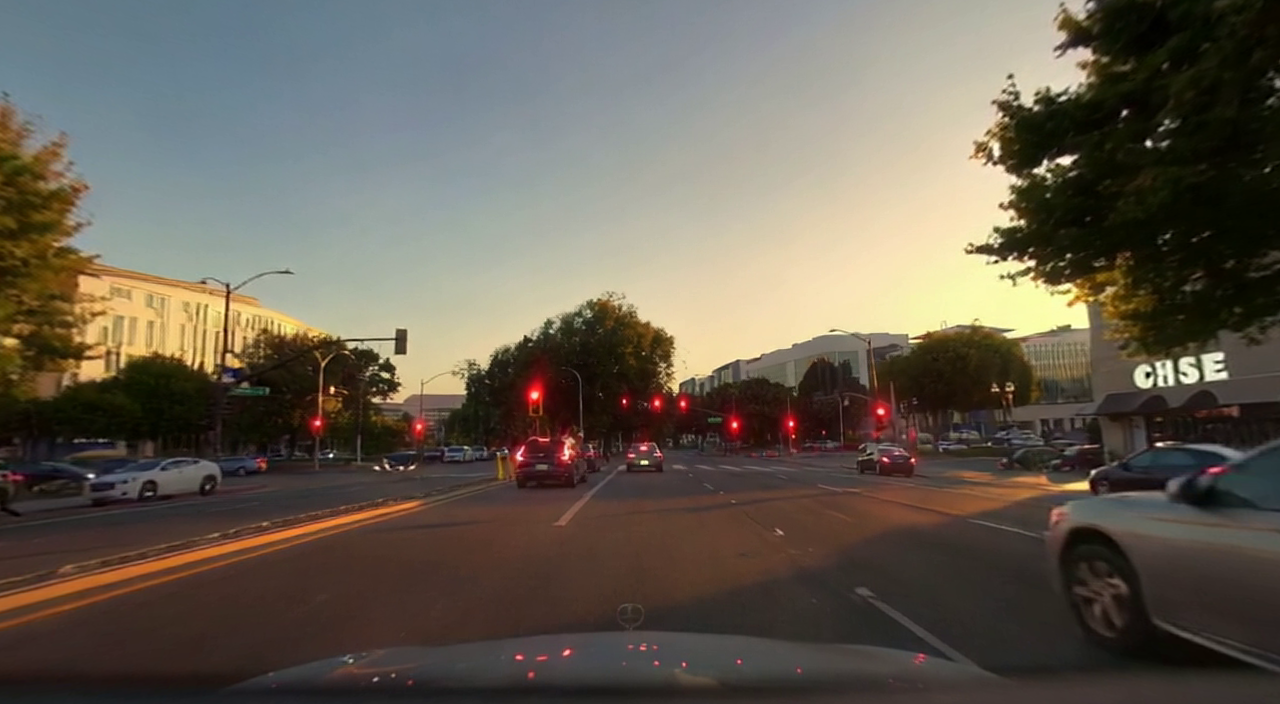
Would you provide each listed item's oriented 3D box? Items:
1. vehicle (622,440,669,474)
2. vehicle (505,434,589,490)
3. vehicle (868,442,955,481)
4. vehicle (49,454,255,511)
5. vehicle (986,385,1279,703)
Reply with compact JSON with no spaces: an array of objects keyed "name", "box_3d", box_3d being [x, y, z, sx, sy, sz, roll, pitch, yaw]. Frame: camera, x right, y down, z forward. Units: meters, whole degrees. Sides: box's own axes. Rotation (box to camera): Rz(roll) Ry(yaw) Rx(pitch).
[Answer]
[{"name":"vehicle","box_3d":[0.247,4.879,29.463,2.059,1.477,3.988,0,-8,0]},{"name":"vehicle","box_3d":[-3.000,3.671,21.436,2.057,1.678,4.639,0,-8,1]},{"name":"vehicle","box_3d":[11.312,4.563,26.600,1.935,1.435,4.141,2,-8,1]},{"name":"vehicle","box_3d":[-13.859,3.672,18.043,4.481,1.455,2.068,-2,-8,10]},{"name":"vehicle","box_3d":[3.702,0.845,2.263,2.109,1.510,4.927,0,-8,0]}]
